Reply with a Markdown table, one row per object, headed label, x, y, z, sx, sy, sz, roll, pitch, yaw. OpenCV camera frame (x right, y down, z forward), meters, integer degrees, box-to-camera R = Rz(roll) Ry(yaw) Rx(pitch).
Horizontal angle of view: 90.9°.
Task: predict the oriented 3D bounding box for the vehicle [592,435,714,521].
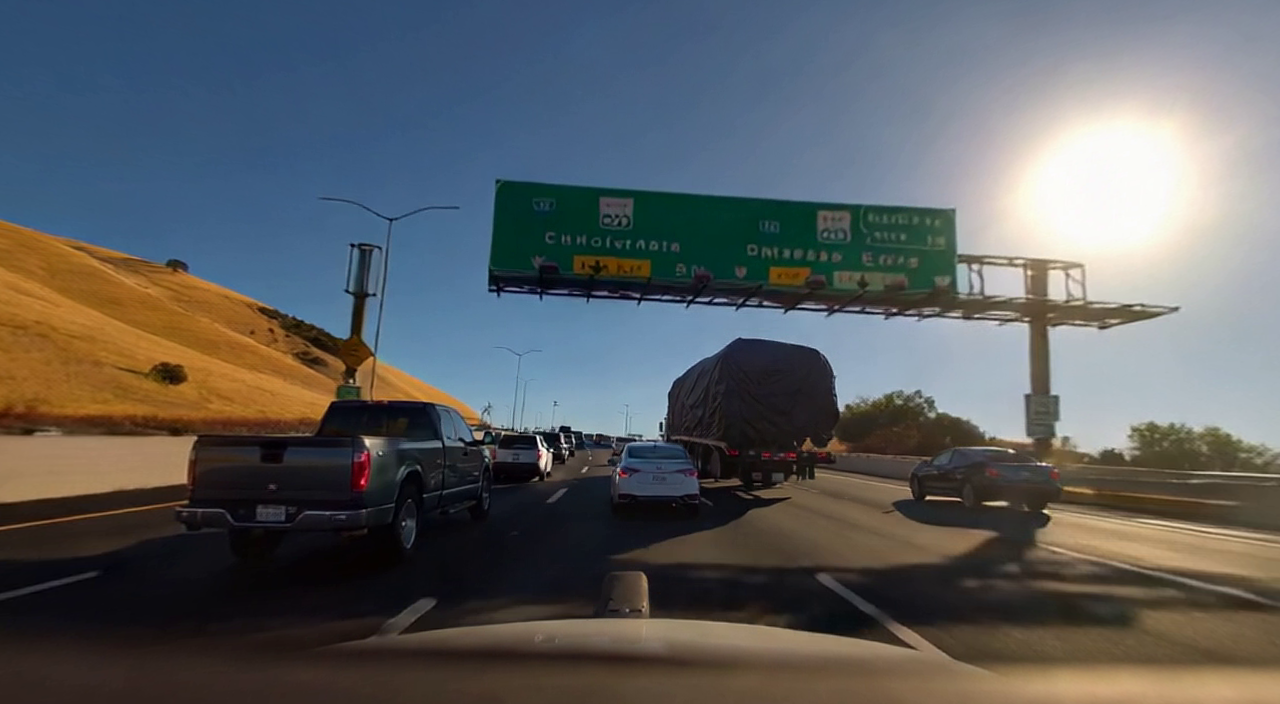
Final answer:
| label | x | y | z | sx | sy | sz | roll | pitch | yaw |
| --- | --- | --- | --- | --- | --- | --- | --- | --- | --- |
| vehicle | 0.171 | 2.467 | 12.962 | 2.105 | 1.471 | 3.978 | 0 | -8 | -2 |

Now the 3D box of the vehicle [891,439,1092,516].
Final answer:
| label | x | y | z | sx | sy | sz | roll | pitch | yaw |
| --- | --- | --- | --- | --- | --- | --- | --- | --- | --- |
| vehicle | 7.750 | 2.762 | 14.510 | 2.092 | 1.495 | 4.194 | 0 | -8 | -2 |

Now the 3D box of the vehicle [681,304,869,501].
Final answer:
| label | x | y | z | sx | sy | sz | roll | pitch | yaw |
| --- | --- | --- | --- | --- | --- | --- | --- | --- | --- |
| vehicle | 3.153 | 1.791 | 18.598 | 2.759 | 4.098 | 10.906 | 0 | -8 | -2 |

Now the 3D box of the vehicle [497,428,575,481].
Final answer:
| label | x | y | z | sx | sy | sz | roll | pitch | yaw |
| --- | --- | --- | --- | --- | --- | --- | --- | --- | --- |
| vehicle | -3.833 | 3.910 | 24.324 | 2.348 | 1.821 | 5.061 | 0 | -8 | -2 |

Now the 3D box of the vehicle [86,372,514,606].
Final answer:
| label | x | y | z | sx | sy | sz | roll | pitch | yaw |
| --- | --- | --- | --- | --- | --- | --- | --- | --- | --- |
| vehicle | -3.304 | 1.492 | 7.877 | 2.318 | 1.902 | 5.374 | 0 | -8 | 0 |
